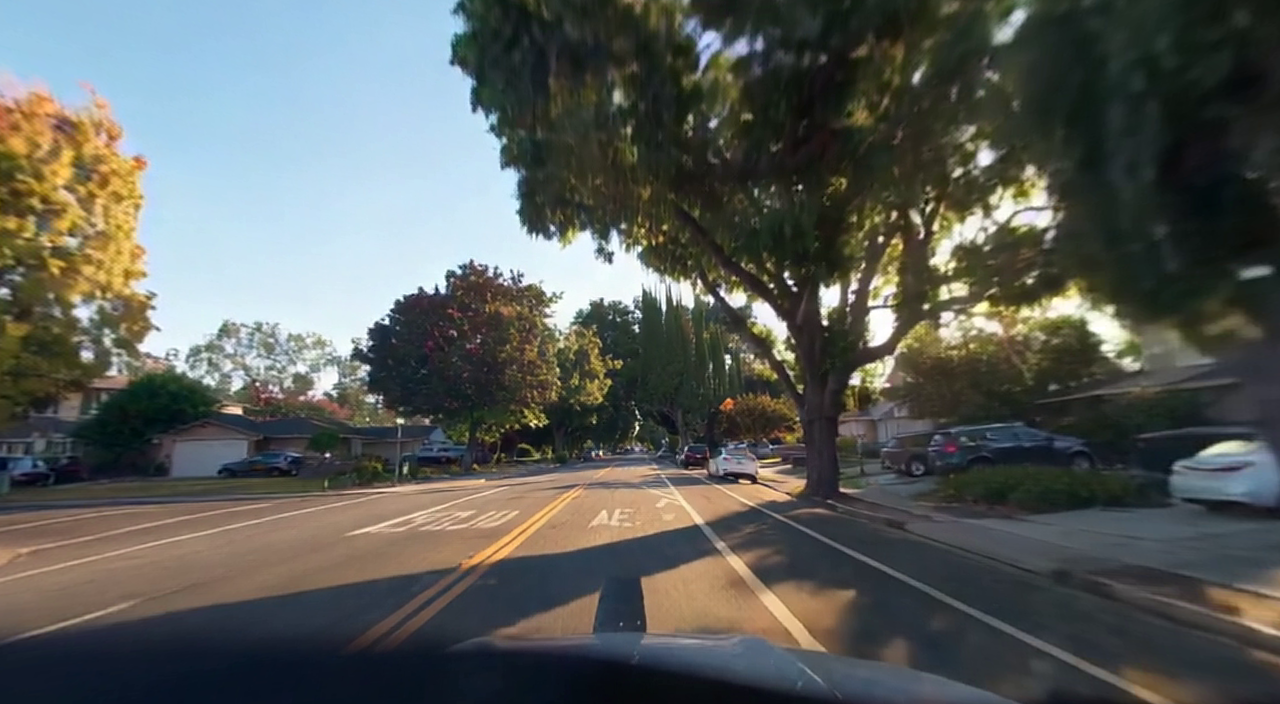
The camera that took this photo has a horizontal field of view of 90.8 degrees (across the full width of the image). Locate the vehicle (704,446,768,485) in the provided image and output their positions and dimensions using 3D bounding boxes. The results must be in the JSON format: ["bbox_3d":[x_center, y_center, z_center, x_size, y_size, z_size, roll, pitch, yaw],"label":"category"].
[{"bbox_3d":[3.906,4.697,26.421,1.940,1.470,4.101,0,-9,-1],"label":"vehicle"}]

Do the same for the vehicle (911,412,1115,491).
[{"bbox_3d":[10.935,2.942,18.850,4.459,1.696,2.361,-6,-8,-1],"label":"vehicle"}]

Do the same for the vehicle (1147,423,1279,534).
[{"bbox_3d":[11.070,1.845,9.967,4.493,1.493,1.926,-3,-9,-3],"label":"vehicle"}]

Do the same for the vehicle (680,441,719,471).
[{"bbox_3d":[3.852,6.789,41.393,2.032,1.792,4.849,0,-9,-1],"label":"vehicle"}]

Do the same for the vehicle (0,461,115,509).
[{"bbox_3d":[-21.567,4.535,21.783,5.074,1.511,1.978,0,-9,0],"label":"vehicle"}]
